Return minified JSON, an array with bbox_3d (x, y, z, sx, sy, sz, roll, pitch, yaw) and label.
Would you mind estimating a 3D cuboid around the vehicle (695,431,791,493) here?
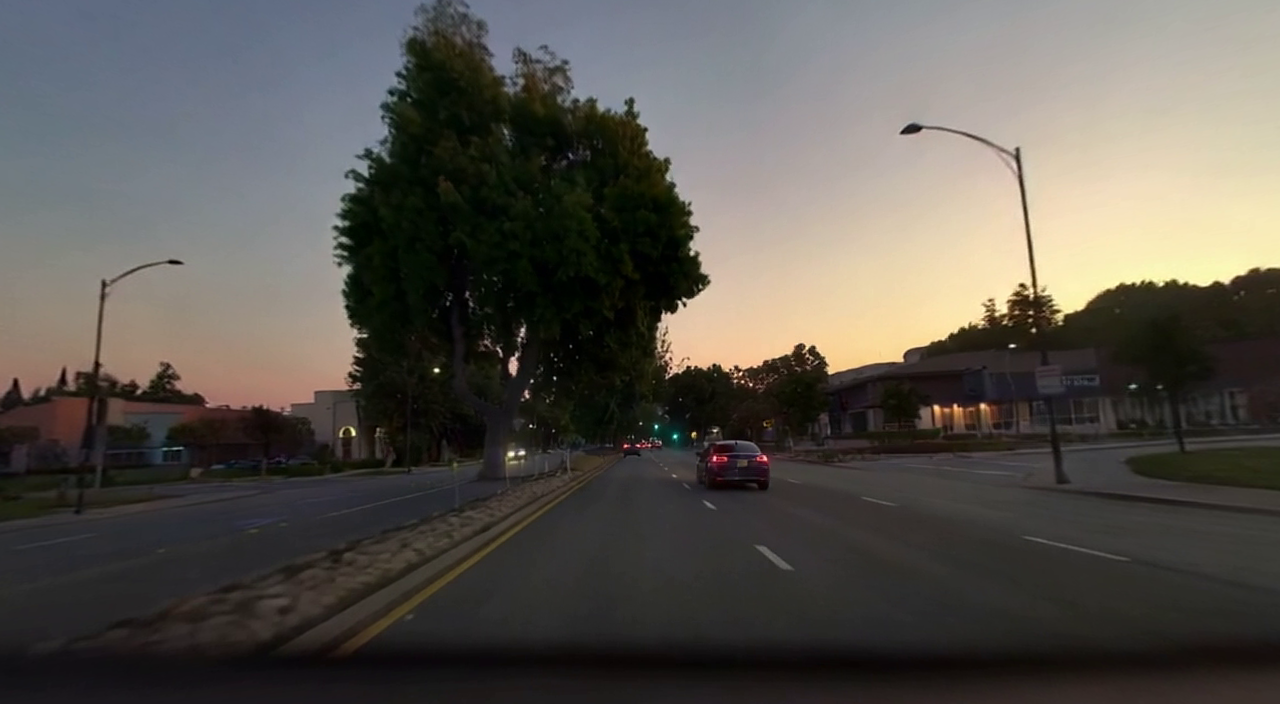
[{"bbox_3d":[2.932,3.253,19.103,1.995,1.616,4.729,0,-8,-1],"label":"vehicle"}]
